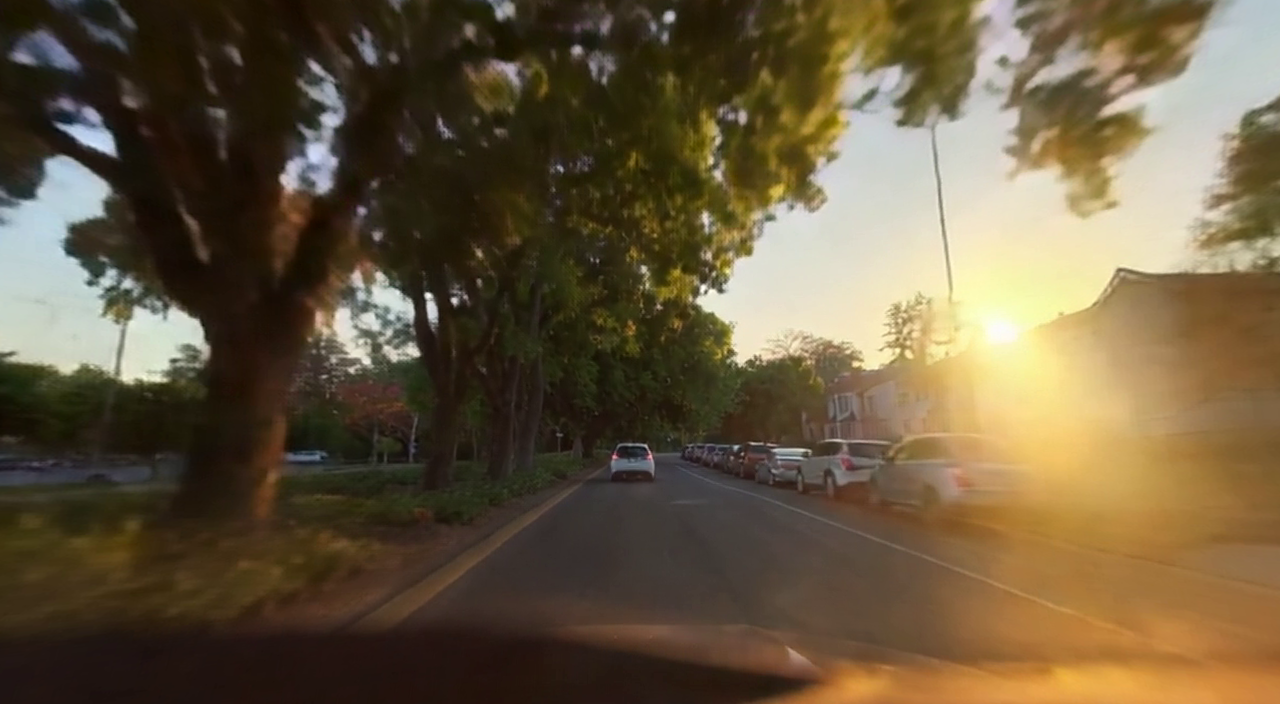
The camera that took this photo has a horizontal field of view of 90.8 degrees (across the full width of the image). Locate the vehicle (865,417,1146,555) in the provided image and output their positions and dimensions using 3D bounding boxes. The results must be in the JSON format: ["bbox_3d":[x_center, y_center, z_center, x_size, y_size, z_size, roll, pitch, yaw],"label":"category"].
[{"bbox_3d":[5.846,2.193,11.022,2.139,1.872,4.585,0,-9,1],"label":"vehicle"}]

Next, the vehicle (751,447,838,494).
[{"bbox_3d":[5.335,4.128,22.385,2.005,1.499,4.108,0,-9,0],"label":"vehicle"}]

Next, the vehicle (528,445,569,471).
[{"bbox_3d":[-5.473,6.394,38.394,2.105,1.474,4.808,0,-9,-4],"label":"vehicle"}]

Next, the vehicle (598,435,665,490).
[{"bbox_3d":[-0.292,3.726,21.580,2.070,1.698,3.925,0,-9,-1],"label":"vehicle"}]
